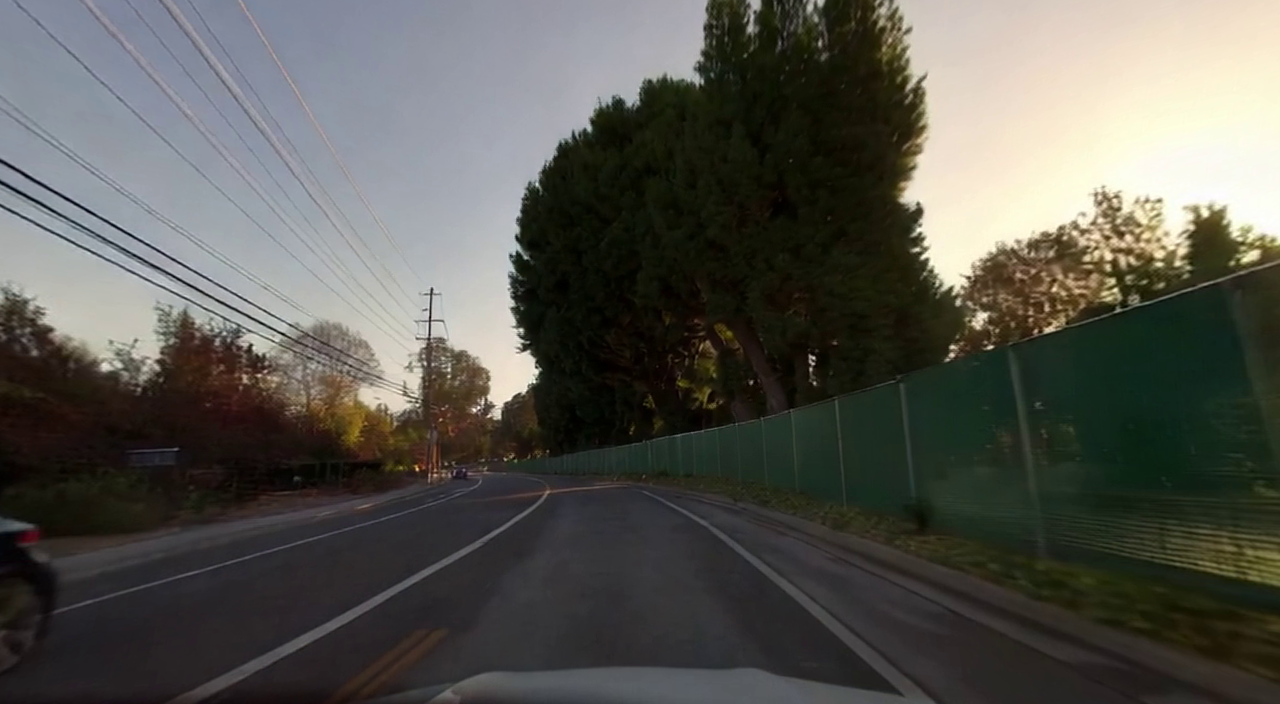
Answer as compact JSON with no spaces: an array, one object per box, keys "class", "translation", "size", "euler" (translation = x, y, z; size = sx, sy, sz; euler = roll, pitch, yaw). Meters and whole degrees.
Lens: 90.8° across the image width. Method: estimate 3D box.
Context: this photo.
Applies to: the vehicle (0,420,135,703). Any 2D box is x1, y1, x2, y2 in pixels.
[{"class":"vehicle","translation":[-4.081,0.847,1.477],"size":[2.034,1.479,4.521],"euler":[0,-9,0]}]
